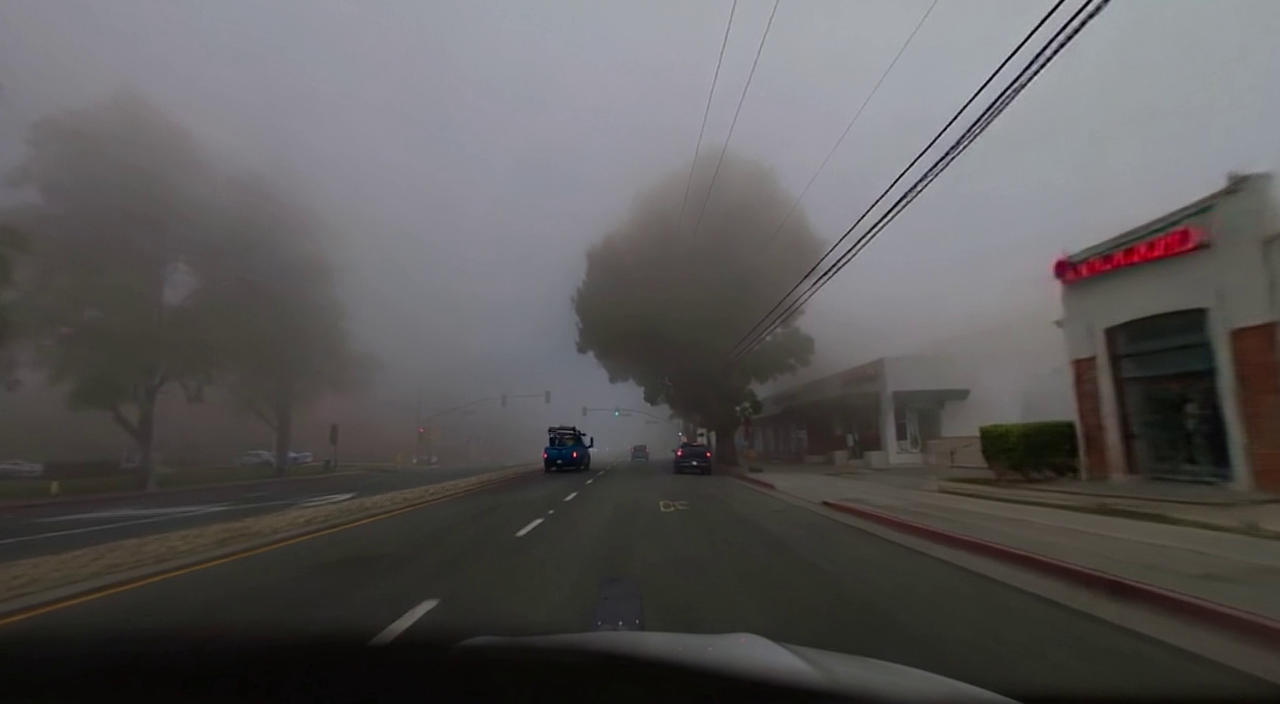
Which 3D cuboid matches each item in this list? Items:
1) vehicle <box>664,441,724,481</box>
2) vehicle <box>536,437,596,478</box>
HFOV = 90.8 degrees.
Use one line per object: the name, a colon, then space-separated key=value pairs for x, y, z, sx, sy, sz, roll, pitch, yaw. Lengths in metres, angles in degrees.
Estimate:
vehicle: x=2.135 y=4.476 z=26.133 sx=2.103 sy=1.487 sz=4.101 roll=0 pitch=-9 yaw=0
vehicle: x=-3.453 y=5.049 z=30.583 sx=2.464 sy=1.777 sz=5.128 roll=0 pitch=-9 yaw=-2
